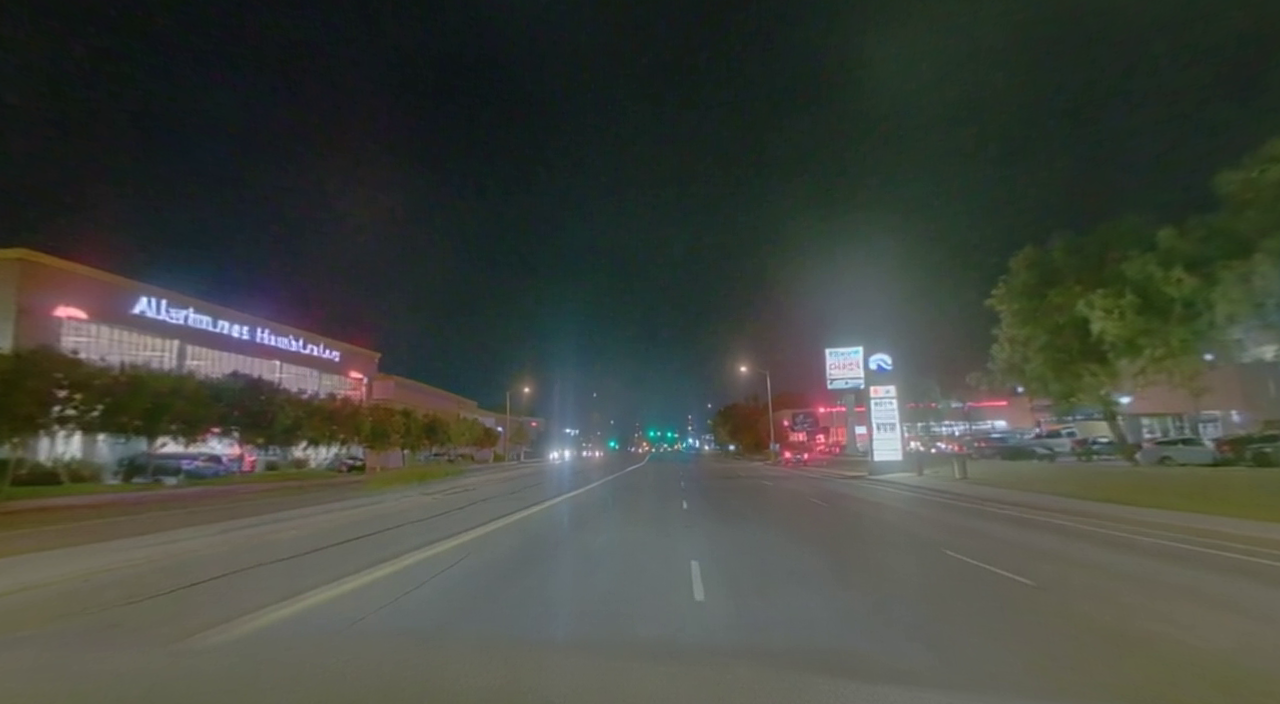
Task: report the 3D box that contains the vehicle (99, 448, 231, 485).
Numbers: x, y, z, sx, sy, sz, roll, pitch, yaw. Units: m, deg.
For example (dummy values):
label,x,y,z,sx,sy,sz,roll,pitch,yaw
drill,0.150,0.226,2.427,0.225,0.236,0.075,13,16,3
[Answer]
label,x,y,z,sx,sy,sz,roll,pitch,yaw
vehicle,-27.373,6.572,36.638,2.139,1.987,5.536,-6,-11,32

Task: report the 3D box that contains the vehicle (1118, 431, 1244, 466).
label,x,y,z,sx,sy,sz,roll,pitch,yaw
vehicle,27.844,5.045,32.810,2.129,1.652,5.150,-1,-9,3

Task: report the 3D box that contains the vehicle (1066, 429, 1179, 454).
label,x,y,z,sx,sy,sz,roll,pitch,yaw
vehicle,35.283,6.608,46.334,6.073,1.758,2.439,-1,-9,5

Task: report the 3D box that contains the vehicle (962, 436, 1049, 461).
label,x,y,z,sx,sy,sz,roll,pitch,yaw
vehicle,22.065,5.848,38.269,4.095,1.386,1.784,-1,-9,2
